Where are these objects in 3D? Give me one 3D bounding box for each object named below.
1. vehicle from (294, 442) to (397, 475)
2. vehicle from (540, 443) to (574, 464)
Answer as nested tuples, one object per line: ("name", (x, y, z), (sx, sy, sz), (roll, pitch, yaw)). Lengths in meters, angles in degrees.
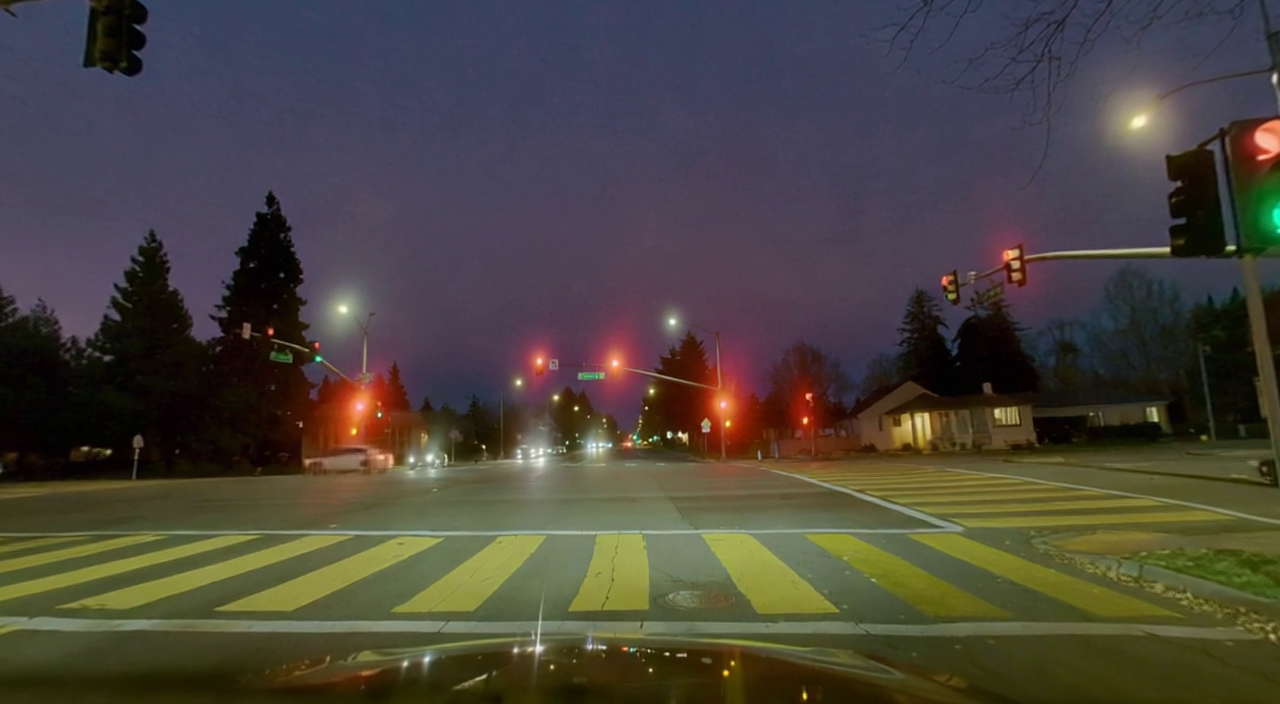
("vehicle", (-16.128, 5.866, 34.756), (4.706, 1.710, 1.932), (-1, -8, 4))
("vehicle", (-6.141, 7.523, 47.041), (1.936, 1.444, 4.168), (0, -8, 0))
